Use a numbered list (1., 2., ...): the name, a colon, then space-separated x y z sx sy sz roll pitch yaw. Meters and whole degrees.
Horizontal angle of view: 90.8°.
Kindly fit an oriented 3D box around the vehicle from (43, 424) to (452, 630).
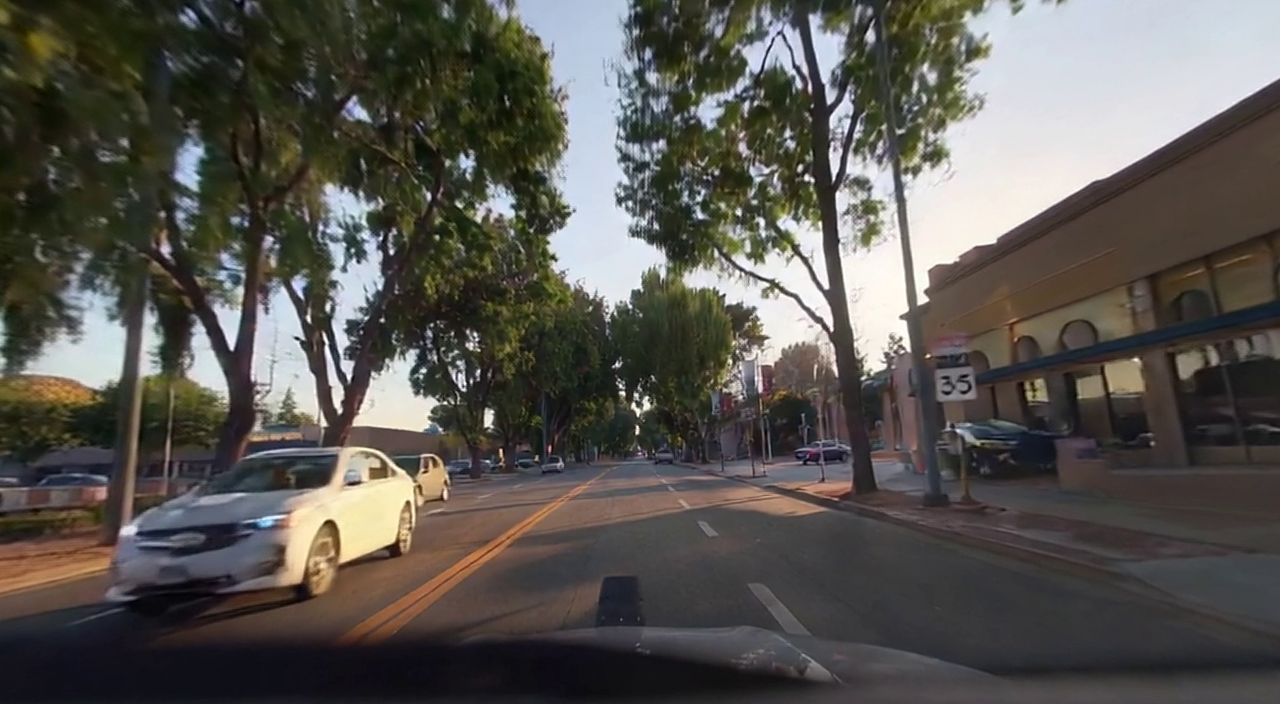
1. vehicle: -4.115 1.884 7.892 2.103 1.750 4.660 -1 -9 0

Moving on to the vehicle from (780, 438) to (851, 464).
1. vehicle: 10.980 6.125 39.347 4.587 1.504 1.928 7 -11 -39

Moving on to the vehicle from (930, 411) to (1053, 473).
1. vehicle: 11.368 2.901 20.265 2.124 1.711 5.059 -9 -12 43

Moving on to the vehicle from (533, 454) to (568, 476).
1. vehicle: -6.681 8.488 47.632 1.962 1.478 4.639 -1 -9 1
